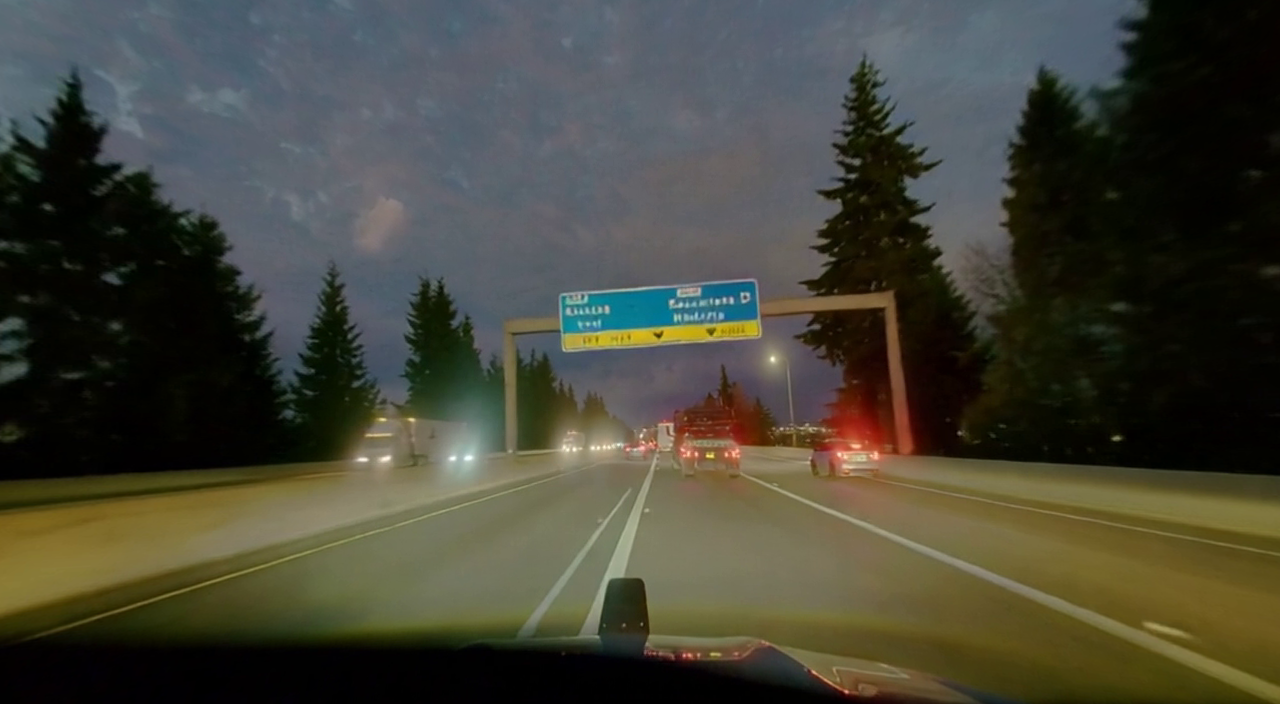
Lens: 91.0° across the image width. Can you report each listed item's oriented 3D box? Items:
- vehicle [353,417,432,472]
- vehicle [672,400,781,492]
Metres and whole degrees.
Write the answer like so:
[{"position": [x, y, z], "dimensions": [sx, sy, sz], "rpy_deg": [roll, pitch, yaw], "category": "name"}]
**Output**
[{"position": [-17.160, 6.471, 44.102], "dimensions": [2.867, 3.506, 5.874], "rpy_deg": [0, -8, 2], "category": "vehicle"}, {"position": [2.489, 2.976, 20.127], "dimensions": [2.677, 2.439, 6.402], "rpy_deg": [0, -8, 1], "category": "vehicle"}]
